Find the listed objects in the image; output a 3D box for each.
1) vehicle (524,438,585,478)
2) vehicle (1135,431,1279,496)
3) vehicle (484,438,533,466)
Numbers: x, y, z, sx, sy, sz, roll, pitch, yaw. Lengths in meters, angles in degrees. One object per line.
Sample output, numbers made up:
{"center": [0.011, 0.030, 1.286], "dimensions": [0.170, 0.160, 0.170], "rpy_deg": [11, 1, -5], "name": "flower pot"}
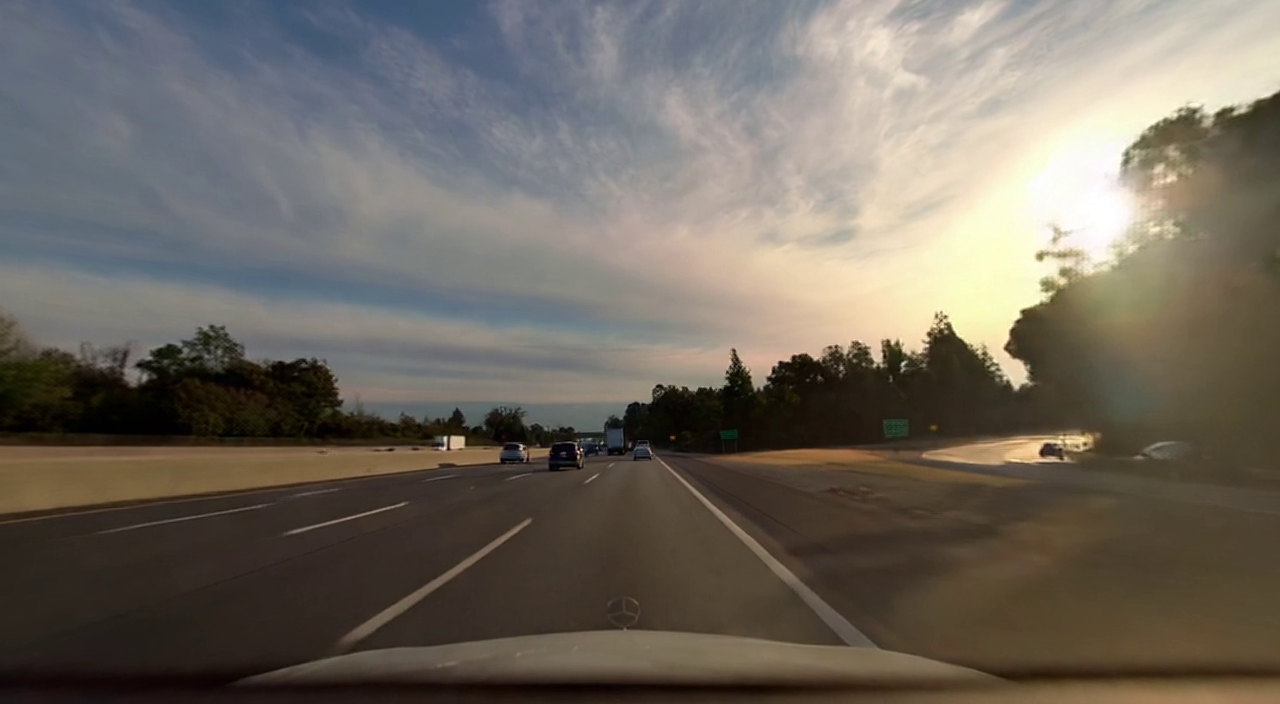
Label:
{"center": [-3.784, 4.766, 28.550], "dimensions": [2.094, 1.695, 4.260], "rpy_deg": [0, -9, 1], "name": "vehicle"}
{"center": [18.539, 3.541, 20.346], "dimensions": [2.200, 1.827, 4.822], "rpy_deg": [-2, -9, 16], "name": "vehicle"}
{"center": [-10.253, 7.880, 49.777], "dimensions": [2.519, 2.029, 6.180], "rpy_deg": [0, -9, 0], "name": "vehicle"}
